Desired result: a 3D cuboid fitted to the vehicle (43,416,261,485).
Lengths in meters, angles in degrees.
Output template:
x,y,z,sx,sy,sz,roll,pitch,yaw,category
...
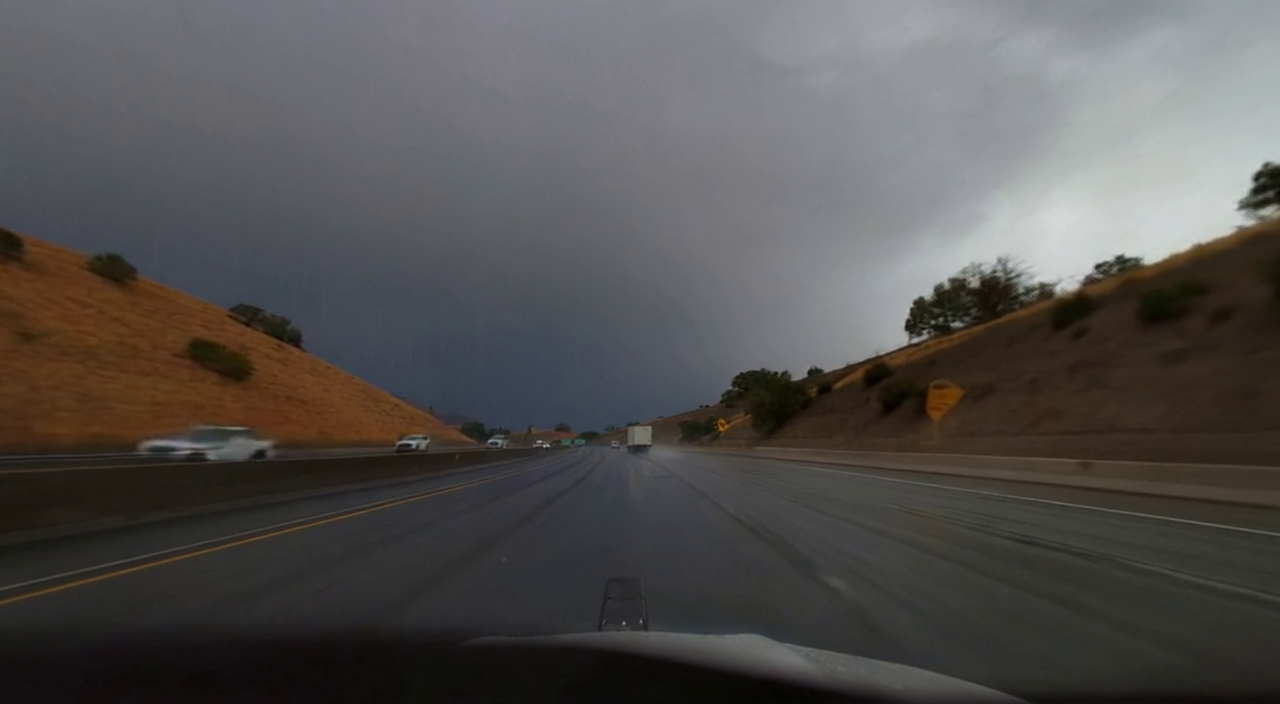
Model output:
x,y,z,sx,sy,sz,roll,pitch,yaw,category
-14.309,2.960,19.134,2.129,1.767,5.642,0,-8,0,vehicle
